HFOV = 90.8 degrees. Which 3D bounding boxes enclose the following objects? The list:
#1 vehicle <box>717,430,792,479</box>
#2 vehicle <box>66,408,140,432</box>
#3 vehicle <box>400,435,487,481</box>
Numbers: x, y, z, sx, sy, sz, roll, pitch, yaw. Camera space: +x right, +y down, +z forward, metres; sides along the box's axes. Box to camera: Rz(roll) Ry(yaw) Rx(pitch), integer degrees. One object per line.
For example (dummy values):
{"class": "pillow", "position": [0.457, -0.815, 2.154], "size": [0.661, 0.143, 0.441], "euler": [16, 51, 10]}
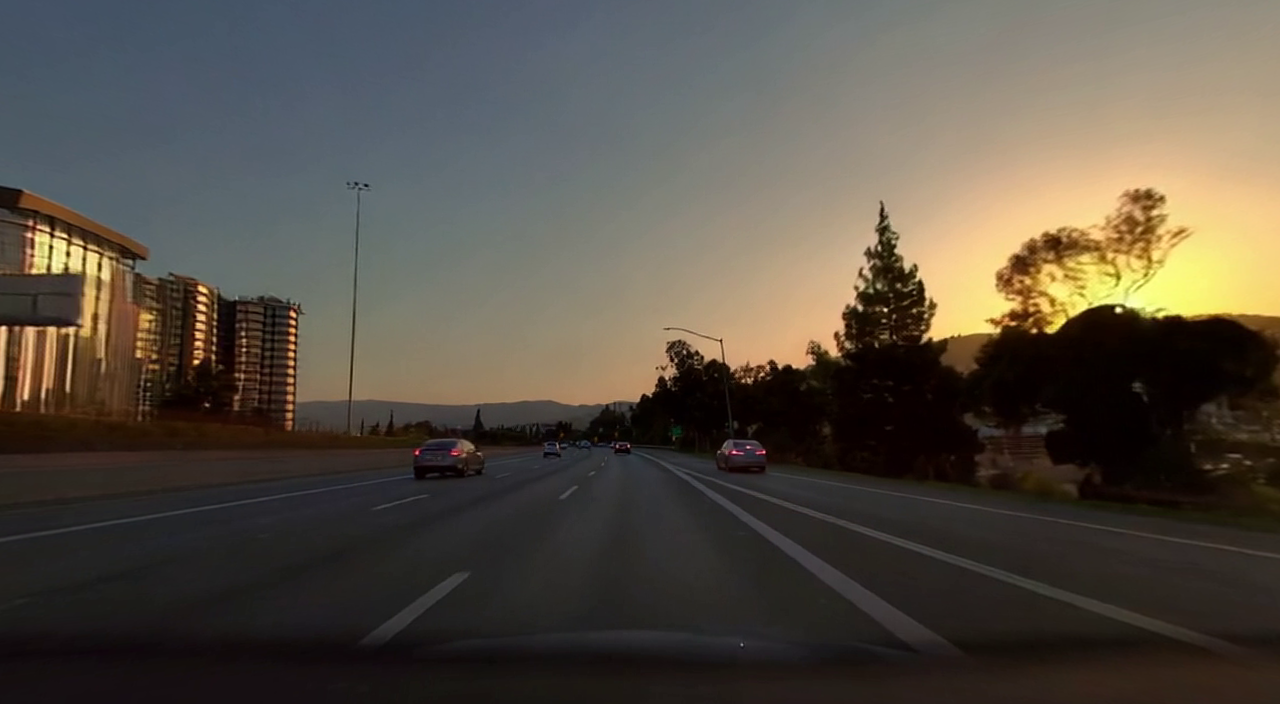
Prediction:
{"class": "vehicle", "position": [4.509, 4.109, 25.577], "size": [2.023, 1.782, 4.193], "euler": [0, -9, -4]}
{"class": "vehicle", "position": [-34.167, 4.376, 40.330], "size": [1.562, 1.414, 3.560], "euler": [0, -9, -1]}
{"class": "vehicle", "position": [-7.785, 4.246, 25.613], "size": [2.030, 1.672, 4.913], "euler": [0, -9, -1]}
